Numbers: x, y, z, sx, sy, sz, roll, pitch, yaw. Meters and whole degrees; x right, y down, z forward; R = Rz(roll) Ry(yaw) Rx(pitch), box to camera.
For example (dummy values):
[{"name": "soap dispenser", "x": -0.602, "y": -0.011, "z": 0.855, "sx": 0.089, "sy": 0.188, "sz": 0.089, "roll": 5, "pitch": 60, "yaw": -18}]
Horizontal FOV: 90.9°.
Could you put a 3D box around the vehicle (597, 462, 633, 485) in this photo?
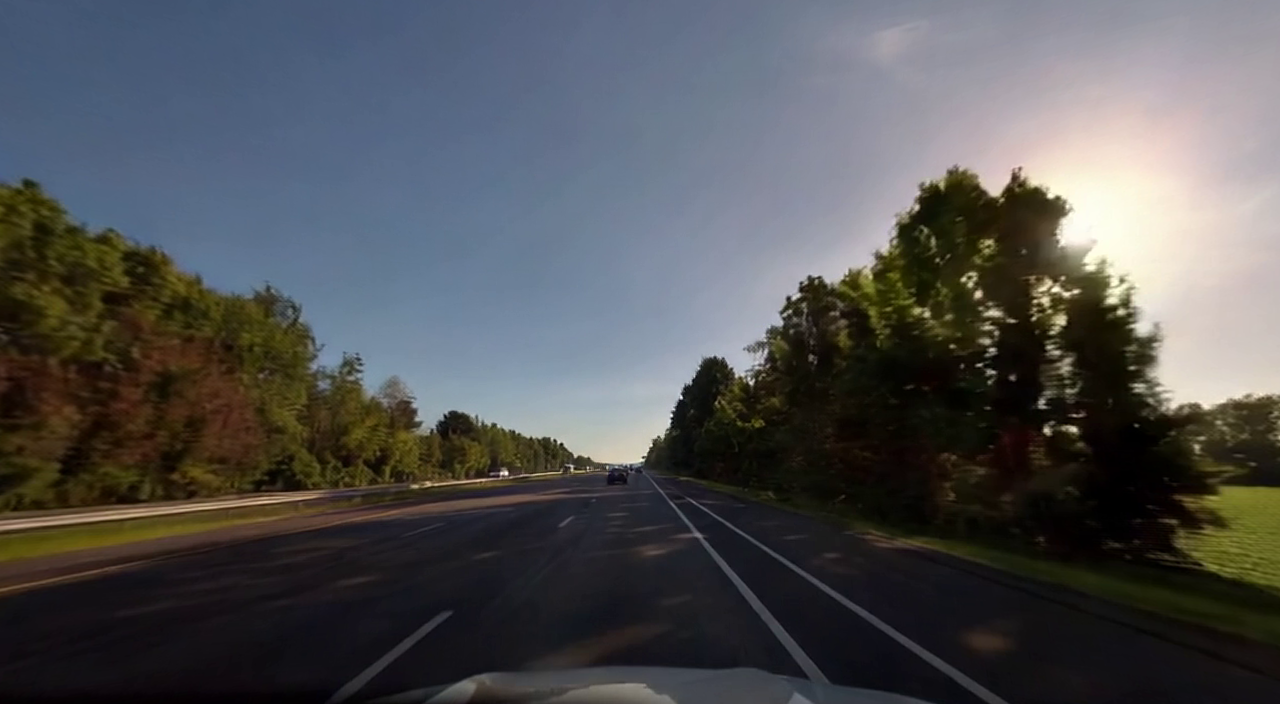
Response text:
[{"name": "vehicle", "x": -1.600, "y": 8.154, "z": 42.440, "sx": 2.183, "sy": 1.435, "sz": 4.653, "roll": 1, "pitch": -10, "yaw": 0}]
